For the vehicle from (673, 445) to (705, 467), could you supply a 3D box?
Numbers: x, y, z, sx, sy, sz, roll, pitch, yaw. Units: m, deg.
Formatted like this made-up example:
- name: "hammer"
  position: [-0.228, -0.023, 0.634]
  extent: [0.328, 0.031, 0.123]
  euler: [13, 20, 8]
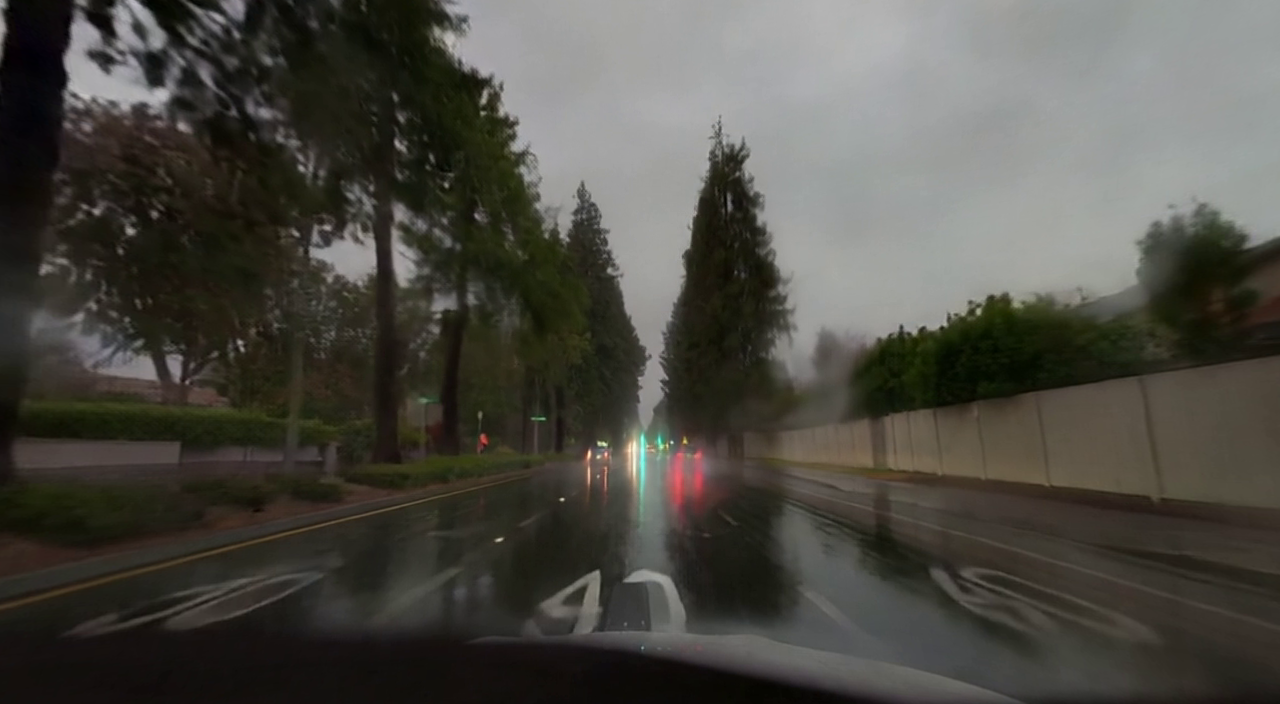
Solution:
- name: "vehicle"
  position: [3.535, 7.608, 46.402]
  extent: [1.992, 1.511, 4.464]
  euler: [0, -9, 0]
